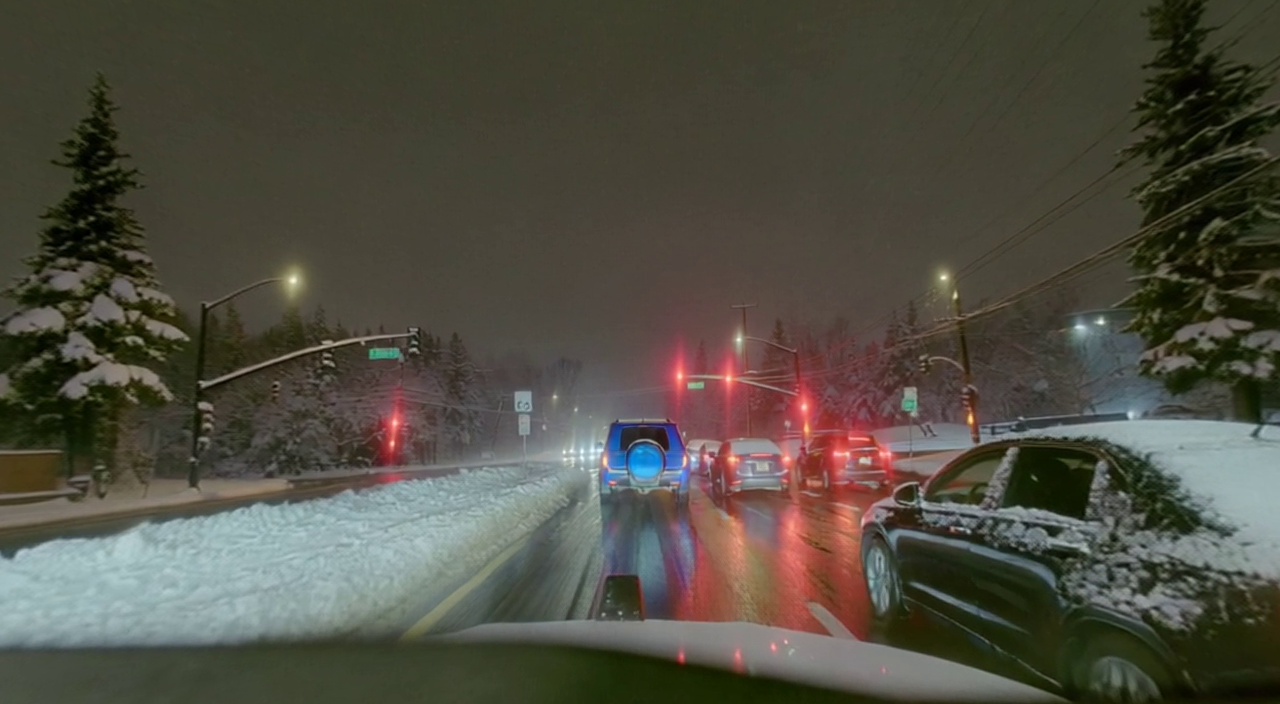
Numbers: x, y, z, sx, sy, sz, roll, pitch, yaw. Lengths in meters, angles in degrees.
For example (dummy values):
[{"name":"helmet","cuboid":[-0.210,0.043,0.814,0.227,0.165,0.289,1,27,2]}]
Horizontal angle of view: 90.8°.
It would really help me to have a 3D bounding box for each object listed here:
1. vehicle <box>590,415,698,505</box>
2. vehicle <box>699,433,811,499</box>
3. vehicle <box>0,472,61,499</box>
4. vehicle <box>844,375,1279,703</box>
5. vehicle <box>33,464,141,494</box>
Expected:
[{"name":"vehicle","cuboid":[0.069,2.603,15.574,2.236,1.856,4.816,0,-9,0]},{"name":"vehicle","cuboid":[2.830,2.923,16.614,2.025,1.477,4.333,0,-9,-1]},{"name":"vehicle","cuboid":[-37.964,7.969,37.708,4.625,1.455,2.029,0,-9,-4]},{"name":"vehicle","cuboid":[2.780,1.016,3.215,2.004,1.460,4.297,0,-9,-1]},{"name":"vehicle","cuboid":[-33.227,7.629,38.070,4.550,1.601,1.766,1,-9,-7]}]
